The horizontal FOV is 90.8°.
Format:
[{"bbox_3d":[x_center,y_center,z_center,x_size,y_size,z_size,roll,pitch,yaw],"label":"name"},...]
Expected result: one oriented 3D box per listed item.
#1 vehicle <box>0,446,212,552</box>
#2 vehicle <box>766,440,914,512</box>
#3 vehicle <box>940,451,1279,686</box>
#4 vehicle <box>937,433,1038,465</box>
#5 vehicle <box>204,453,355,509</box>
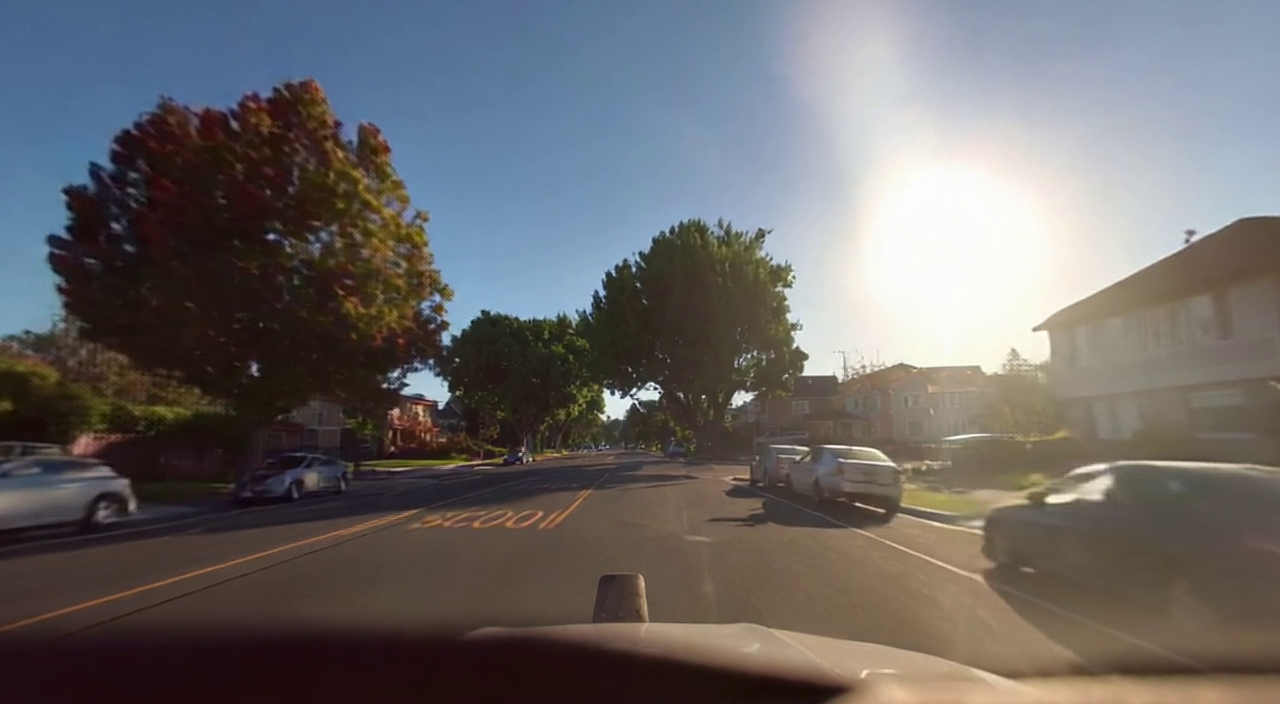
[{"bbox_3d":[-11.222,2.761,12.714,2.052,1.726,4.475,0,-8,0],"label":"vehicle"},{"bbox_3d":[4.615,2.923,15.418,2.196,1.472,4.426,0,-8,1],"label":"vehicle"},{"bbox_3d":[4.805,1.604,5.700,2.007,1.352,4.345,0,-8,-1],"label":"vehicle"},{"bbox_3d":[20.167,5.652,36.829,4.578,1.740,2.185,0,-8,-1],"label":"vehicle"},{"bbox_3d":[-10.961,3.919,19.696,1.949,1.457,4.581,0,-8,1],"label":"vehicle"}]
